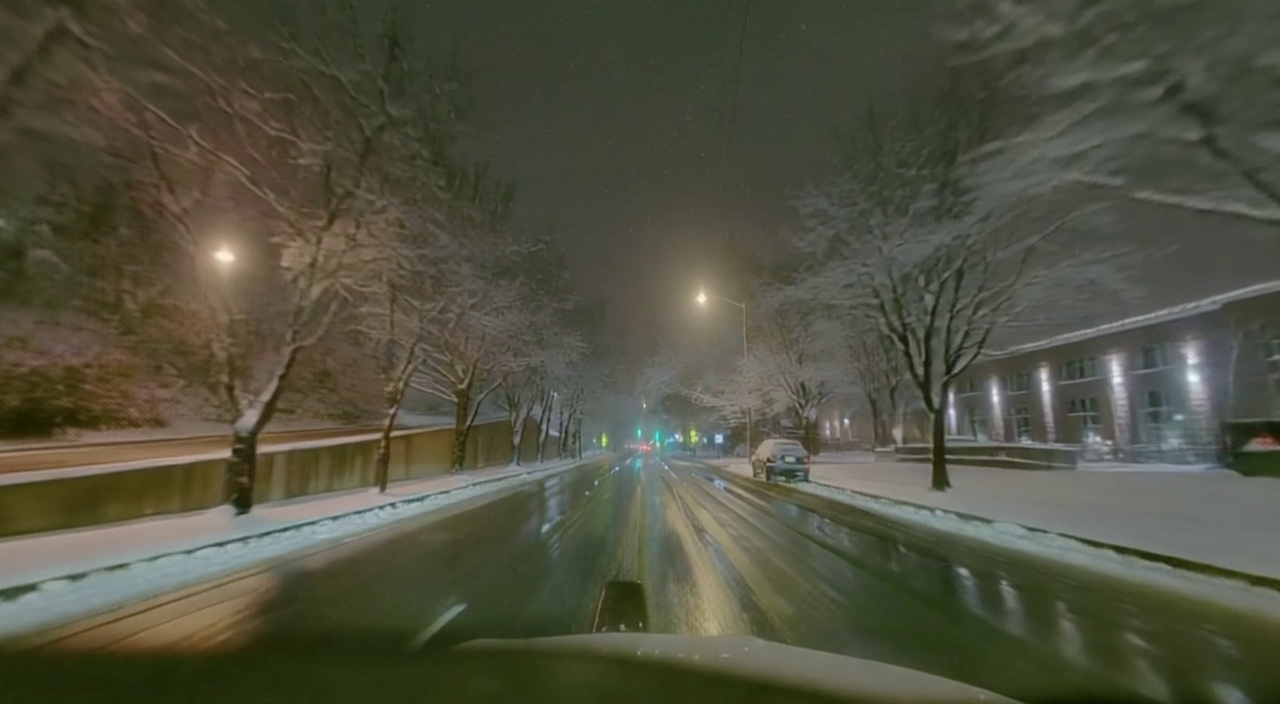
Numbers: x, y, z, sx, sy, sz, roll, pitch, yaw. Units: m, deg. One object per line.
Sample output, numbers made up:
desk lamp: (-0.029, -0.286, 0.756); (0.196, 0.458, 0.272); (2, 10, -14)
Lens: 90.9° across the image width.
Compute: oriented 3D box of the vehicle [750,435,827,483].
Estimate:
vehicle: (6.061, 4.446, 26.433); (2.177, 1.788, 5.106); (0, -8, 2)
